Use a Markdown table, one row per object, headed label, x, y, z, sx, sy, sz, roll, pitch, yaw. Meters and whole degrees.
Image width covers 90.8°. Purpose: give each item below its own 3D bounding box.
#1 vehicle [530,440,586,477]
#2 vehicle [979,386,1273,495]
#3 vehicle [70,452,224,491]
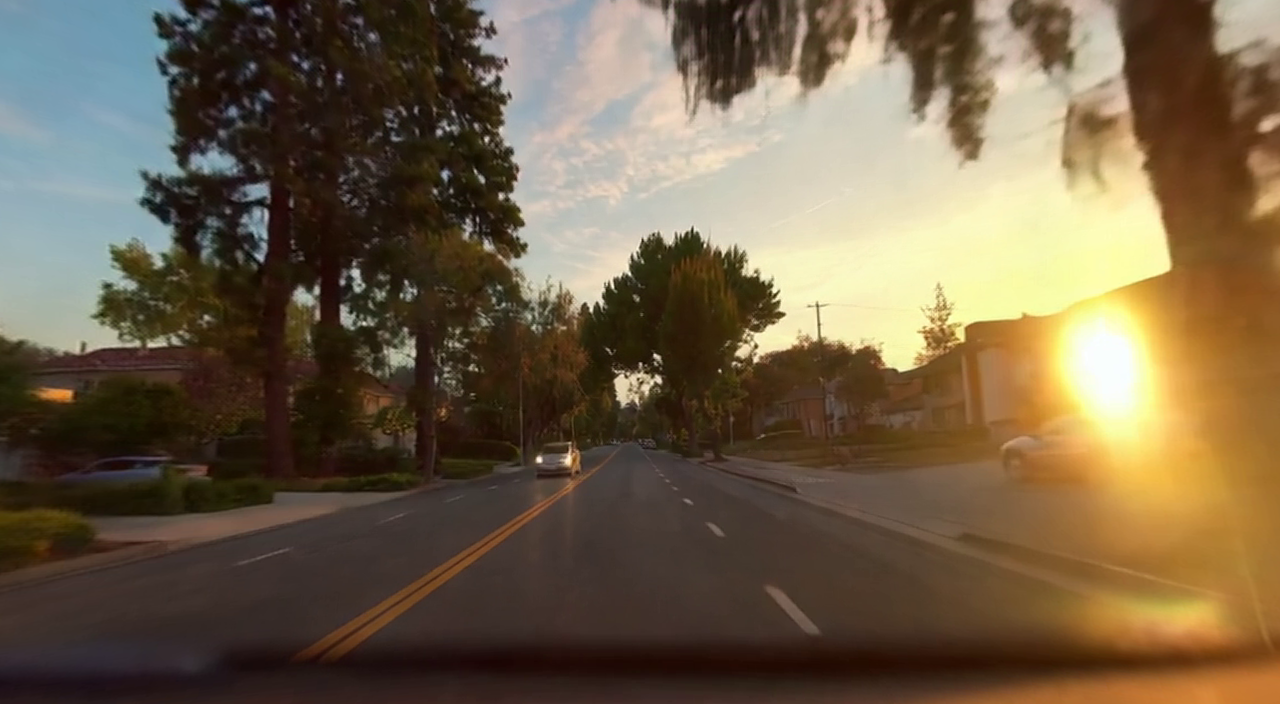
| label | x | y | z | sx | sy | sz | roll | pitch | yaw |
| --- | --- | --- | --- | --- | --- | --- | --- | --- | --- |
| vehicle | -4.011 | 5.293 | 31.645 | 2.208 | 1.663 | 4.326 | -1 | -8 | 0 |
| vehicle | 10.714 | 2.077 | 14.817 | 2.305 | 2.042 | 5.711 | 0 | -8 | 0 |
| vehicle | -19.579 | 4.746 | 25.251 | 4.459 | 1.432 | 1.979 | 0 | -8 | -1 |
